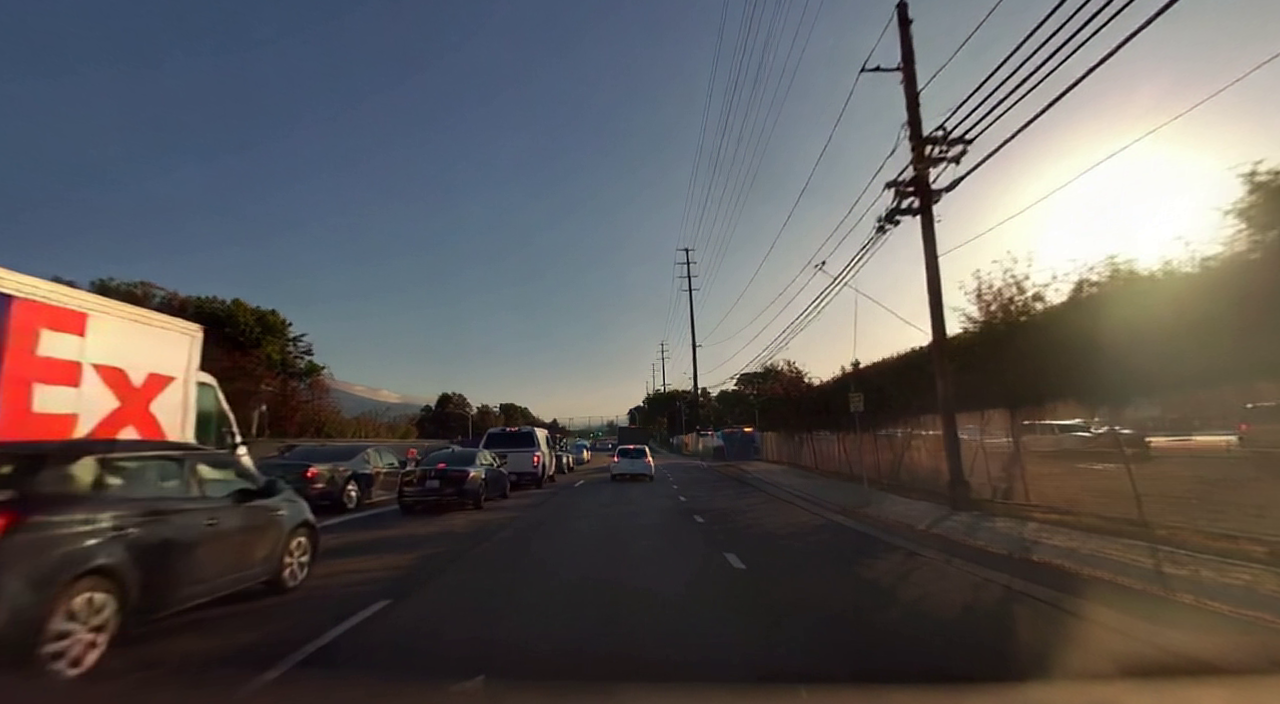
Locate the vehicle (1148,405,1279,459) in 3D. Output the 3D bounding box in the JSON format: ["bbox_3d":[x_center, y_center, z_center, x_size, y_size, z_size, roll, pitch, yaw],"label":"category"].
[{"bbox_3d":[40.522,5.570,43.779,7.613,2.990,2.868,-5,-8,-2],"label":"vehicle"}]

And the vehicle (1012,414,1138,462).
[{"bbox_3d":[32.779,6.568,47.670,7.142,3.385,2.919,0,-10,2],"label":"vehicle"}]

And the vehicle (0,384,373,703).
[{"bbox_3d":[-3.947,1.242,4.657,2.014,1.637,4.382,0,-9,0],"label":"vehicle"}]

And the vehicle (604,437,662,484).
[{"bbox_3d":[-0.267,4.210,24.748,2.055,1.671,4.147,0,-9,-1],"label":"vehicle"}]

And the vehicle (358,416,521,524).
[{"bbox_3d":[-3.928,2.409,13.313,1.956,1.865,4.624,0,-9,-1],"label":"vehicle"}]
